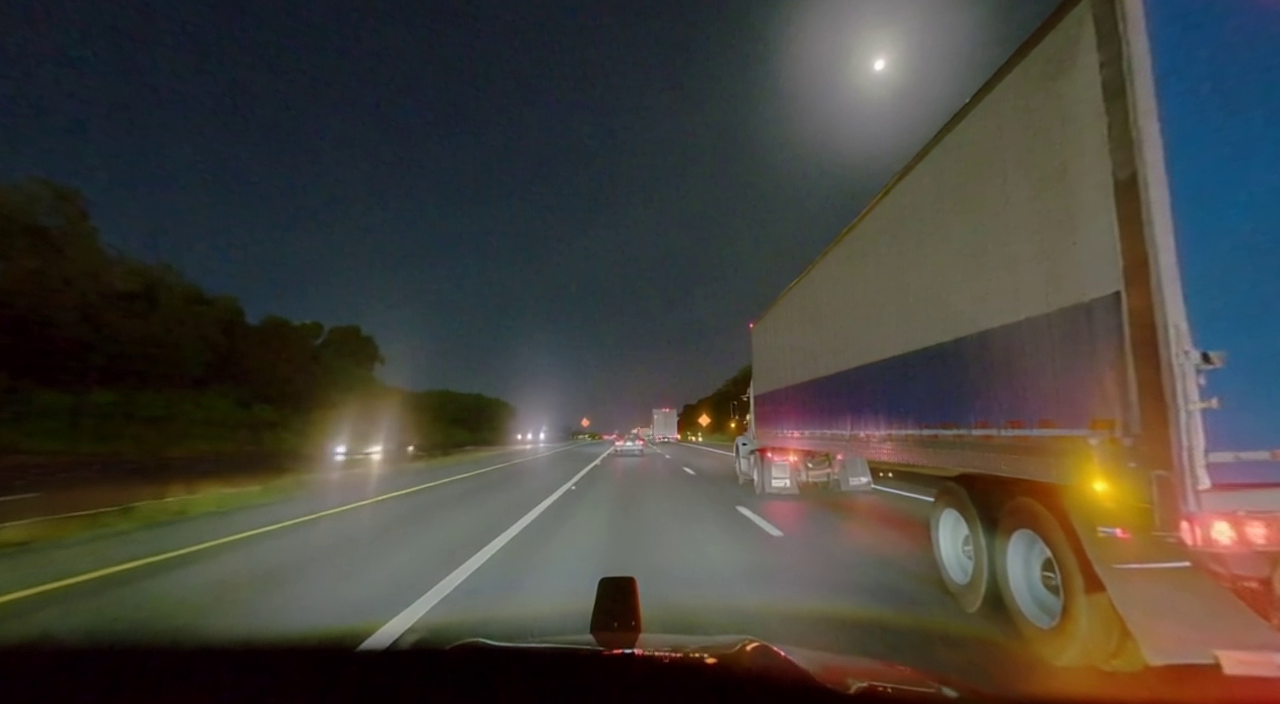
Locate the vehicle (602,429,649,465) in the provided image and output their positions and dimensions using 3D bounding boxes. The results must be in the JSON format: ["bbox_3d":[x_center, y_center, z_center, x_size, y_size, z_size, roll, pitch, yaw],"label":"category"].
[{"bbox_3d":[-0.609,4.138,27.739,1.929,1.469,3.677,0,-8,-1],"label":"vehicle"}]

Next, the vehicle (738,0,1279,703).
[{"bbox_3d":[3.623,0.368,7.238,2.919,3.634,10.888,0,-8,-2],"label":"vehicle"}]

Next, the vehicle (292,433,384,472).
[{"bbox_3d":[-12.015,4.012,25.394,1.742,1.415,4.162,0,-8,-1],"label":"vehicle"}]
